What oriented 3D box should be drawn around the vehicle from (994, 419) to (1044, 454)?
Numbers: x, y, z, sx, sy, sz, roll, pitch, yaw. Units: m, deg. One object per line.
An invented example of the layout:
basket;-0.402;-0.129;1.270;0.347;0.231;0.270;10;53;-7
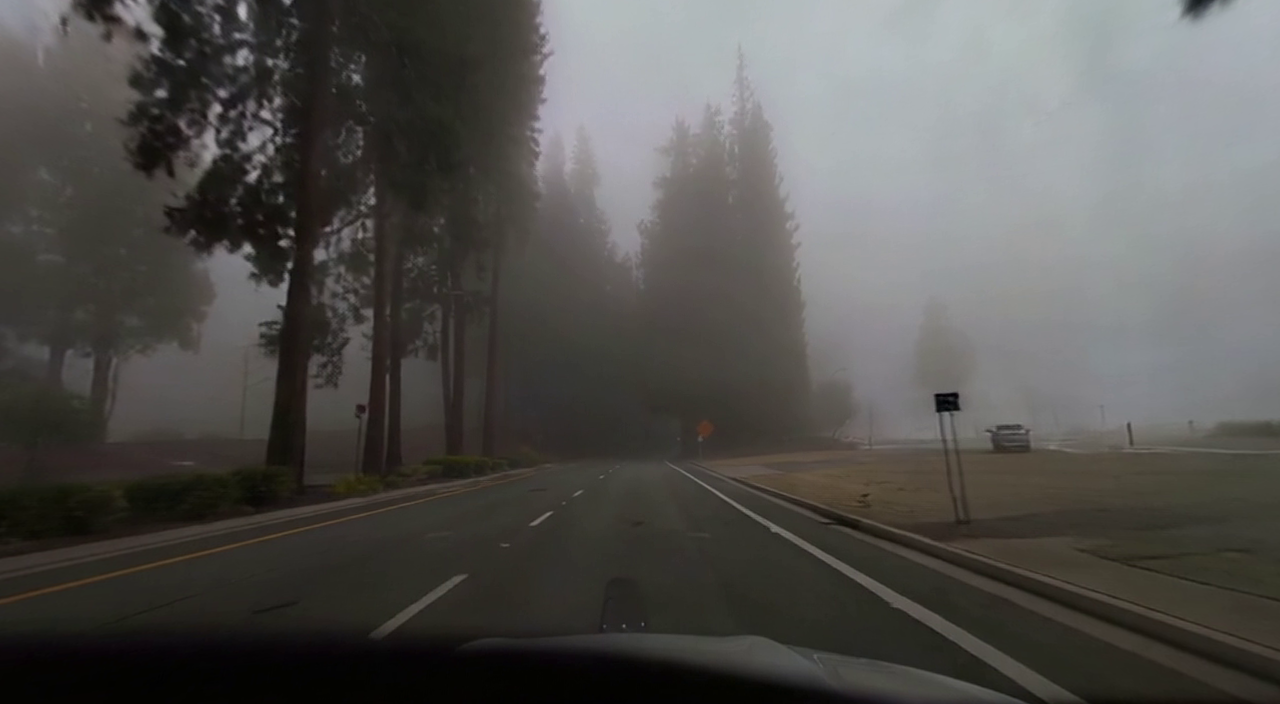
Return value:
vehicle;21.746;4.894;36.274;1.889;1.853;4.207;-4;-9;24
